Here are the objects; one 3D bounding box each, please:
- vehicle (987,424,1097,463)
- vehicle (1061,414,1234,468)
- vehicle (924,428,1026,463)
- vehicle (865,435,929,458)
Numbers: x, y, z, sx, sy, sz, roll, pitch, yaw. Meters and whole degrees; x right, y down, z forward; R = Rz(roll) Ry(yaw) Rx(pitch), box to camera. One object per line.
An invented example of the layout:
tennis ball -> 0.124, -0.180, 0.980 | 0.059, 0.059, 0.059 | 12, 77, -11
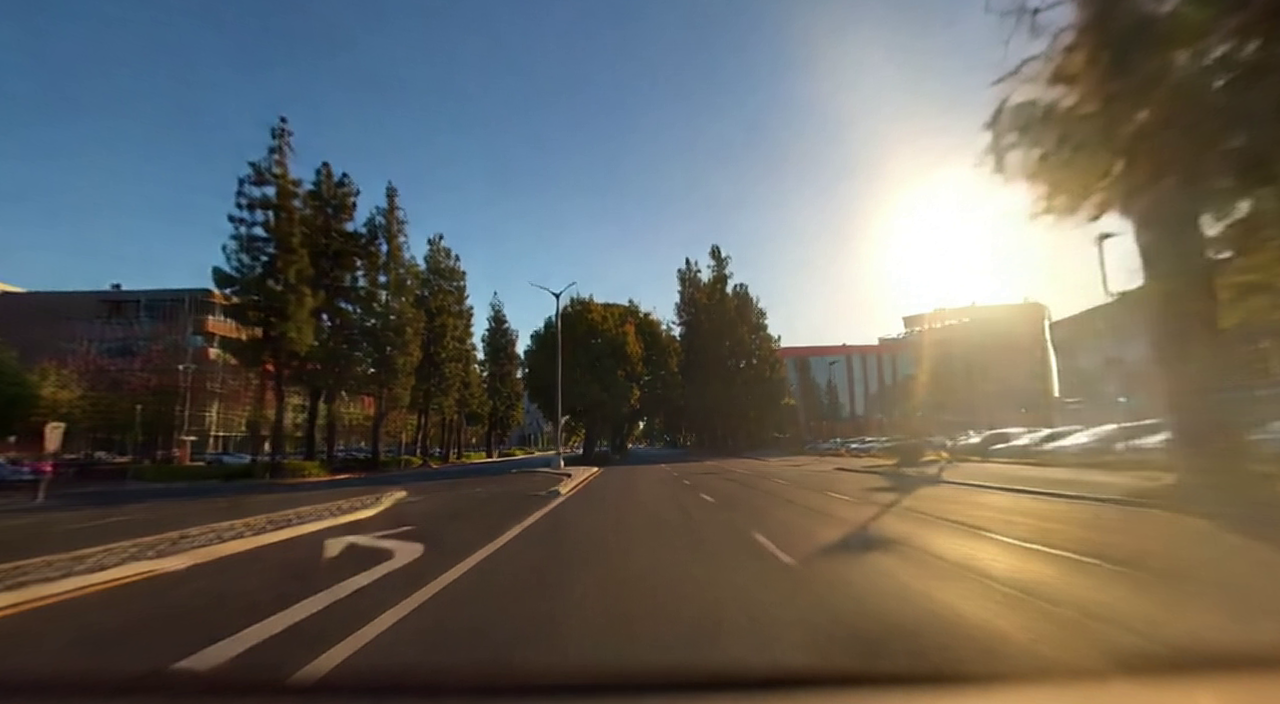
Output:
vehicle -> 17.441, 4.035, 27.703 | 1.841, 1.471, 4.367 | -2, -9, -1
vehicle -> 17.624, 3.181, 22.344 | 1.912, 1.646, 4.870 | -1, -9, -2
vehicle -> 17.219, 4.862, 32.875 | 2.196, 1.667, 5.262 | 0, -8, -3
vehicle -> 18.984, 6.985, 46.572 | 4.515, 1.606, 1.910 | 5, -10, -30
